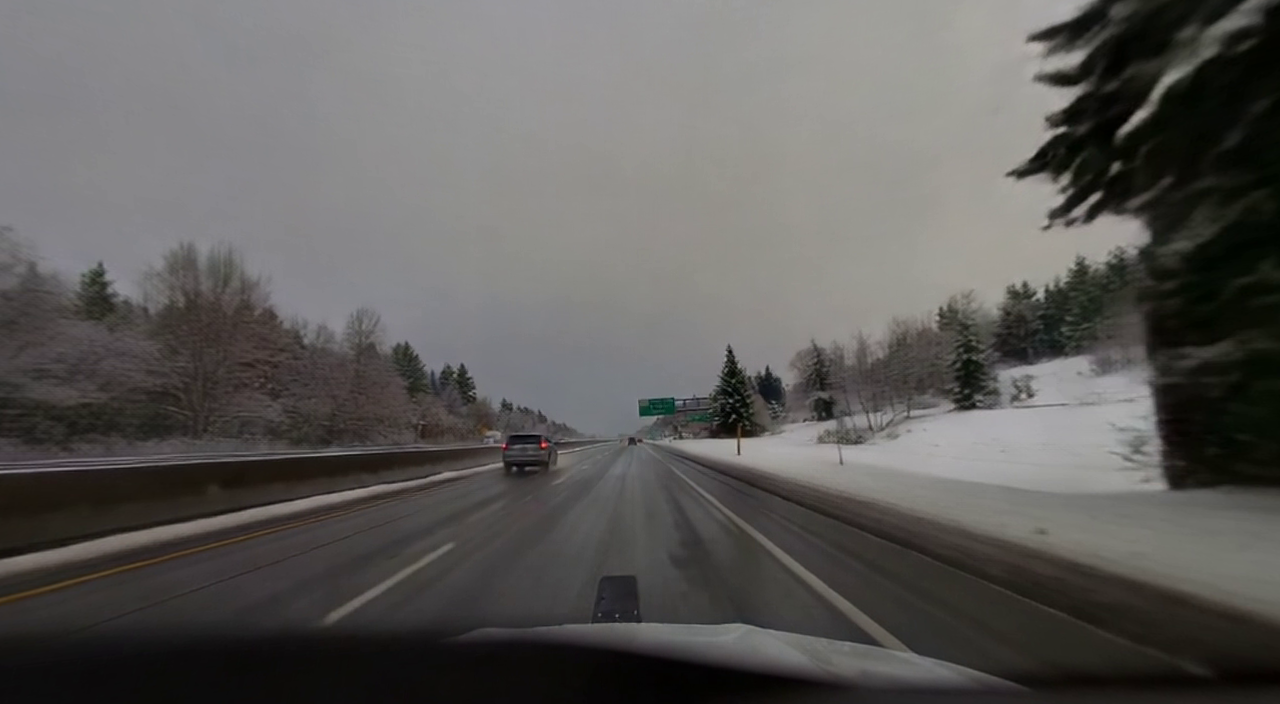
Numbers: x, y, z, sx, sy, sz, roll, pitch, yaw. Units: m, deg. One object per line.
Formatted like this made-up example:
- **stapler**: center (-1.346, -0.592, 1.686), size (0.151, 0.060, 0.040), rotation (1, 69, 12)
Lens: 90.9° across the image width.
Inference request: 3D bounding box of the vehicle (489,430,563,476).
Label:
- **vehicle**: center (-4.420, 3.954, 25.134), size (2.129, 1.641, 4.263), rotation (0, -7, 0)
